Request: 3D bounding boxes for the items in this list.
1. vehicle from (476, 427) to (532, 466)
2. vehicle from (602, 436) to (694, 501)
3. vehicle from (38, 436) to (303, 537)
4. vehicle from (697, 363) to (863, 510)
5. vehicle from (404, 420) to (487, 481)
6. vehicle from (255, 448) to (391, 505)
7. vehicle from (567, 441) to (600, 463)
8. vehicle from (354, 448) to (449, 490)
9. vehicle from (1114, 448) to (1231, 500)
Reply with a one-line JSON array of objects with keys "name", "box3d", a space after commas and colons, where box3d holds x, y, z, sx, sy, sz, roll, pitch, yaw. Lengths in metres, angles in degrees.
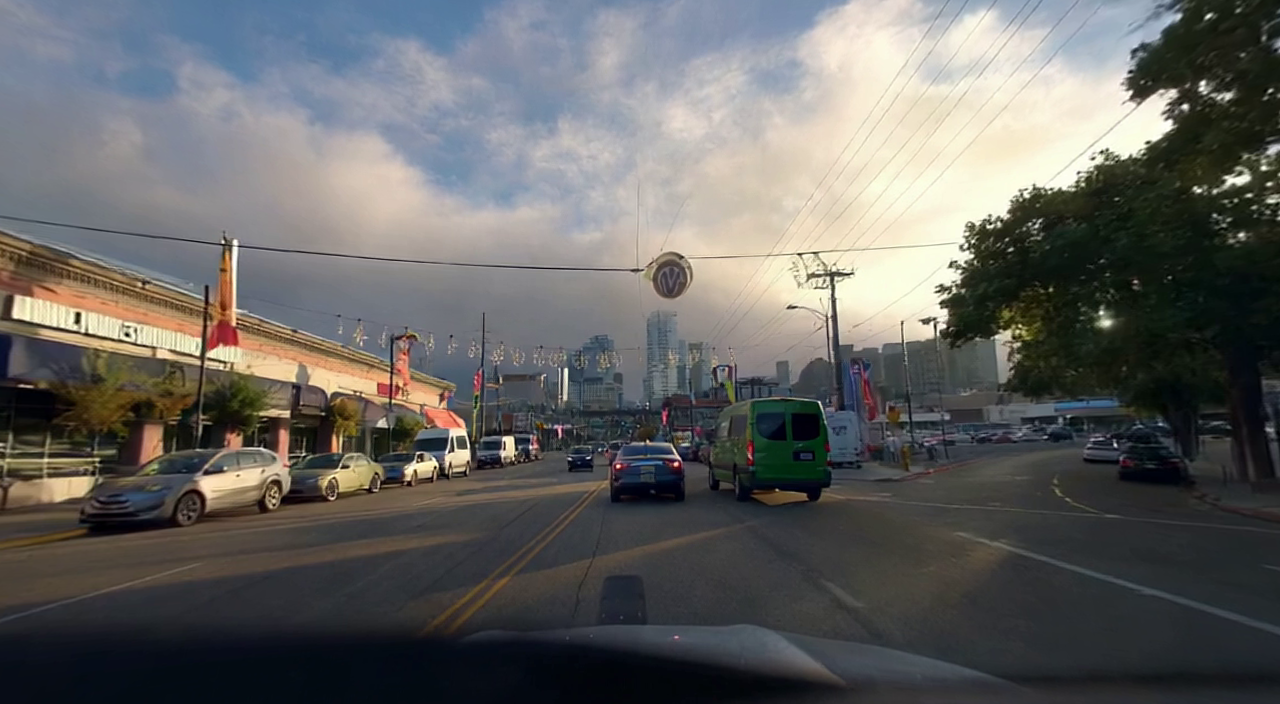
[{"name": "vehicle", "box3d": [-9.687, 6.813, 45.723, 2.964, 2.597, 6.437, 0, -8, -3]}, {"name": "vehicle", "box3d": [0.205, 3.022, 16.812, 2.112, 1.464, 4.411, 0, -8, 1]}, {"name": "vehicle", "box3d": [-9.502, 2.714, 13.448, 2.156, 1.745, 4.504, 0, -8, 0]}, {"name": "vehicle", "box3d": [3.095, 2.180, 16.082, 2.419, 2.927, 6.907, 0, -8, -2]}, {"name": "vehicle", "box3d": [-9.535, 4.884, 31.596, 2.398, 2.723, 5.816, 0, -8, -1]}, {"name": "vehicle", "box3d": [-9.496, 3.723, 19.409, 1.848, 1.517, 4.452, 0, -8, 0]}, {"name": "vehicle", "box3d": [-3.956, 7.056, 44.727, 1.974, 1.484, 4.400, 0, -8, -1]}, {"name": "vehicle", "box3d": [-9.402, 4.627, 25.399, 2.063, 1.481, 4.722, 0, -8, -1]}, {"name": "vehicle", "box3d": [17.220, 3.895, 20.704, 2.058, 1.478, 4.429, -5, -10, 29]}]
